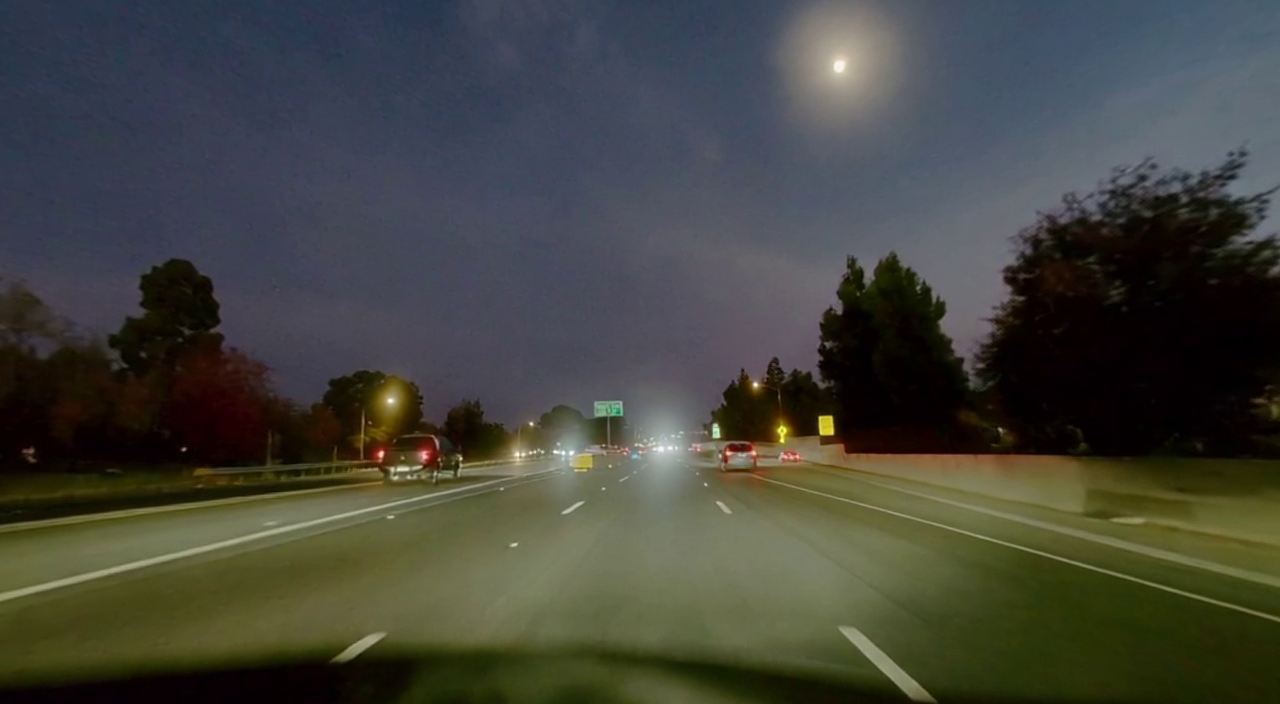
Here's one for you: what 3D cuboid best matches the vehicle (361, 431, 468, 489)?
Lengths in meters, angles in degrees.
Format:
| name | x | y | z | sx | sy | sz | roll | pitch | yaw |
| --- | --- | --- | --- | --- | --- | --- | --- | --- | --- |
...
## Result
| name | x | y | z | sx | sy | sz | roll | pitch | yaw |
| --- | --- | --- | --- | --- | --- | --- | --- | --- | --- |
| vehicle | -7.989 | 3.866 | 22.934 | 2.122 | 1.847 | 4.696 | 0 | -8 | 0 |

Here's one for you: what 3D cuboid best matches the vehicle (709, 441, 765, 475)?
| name | x | y | z | sx | sy | sz | roll | pitch | yaw |
| --- | --- | --- | --- | --- | --- | --- | --- | --- | --- |
| vehicle | 4.531 | 5.032 | 30.120 | 2.100 | 1.472 | 4.533 | 0 | -8 | 2 |
